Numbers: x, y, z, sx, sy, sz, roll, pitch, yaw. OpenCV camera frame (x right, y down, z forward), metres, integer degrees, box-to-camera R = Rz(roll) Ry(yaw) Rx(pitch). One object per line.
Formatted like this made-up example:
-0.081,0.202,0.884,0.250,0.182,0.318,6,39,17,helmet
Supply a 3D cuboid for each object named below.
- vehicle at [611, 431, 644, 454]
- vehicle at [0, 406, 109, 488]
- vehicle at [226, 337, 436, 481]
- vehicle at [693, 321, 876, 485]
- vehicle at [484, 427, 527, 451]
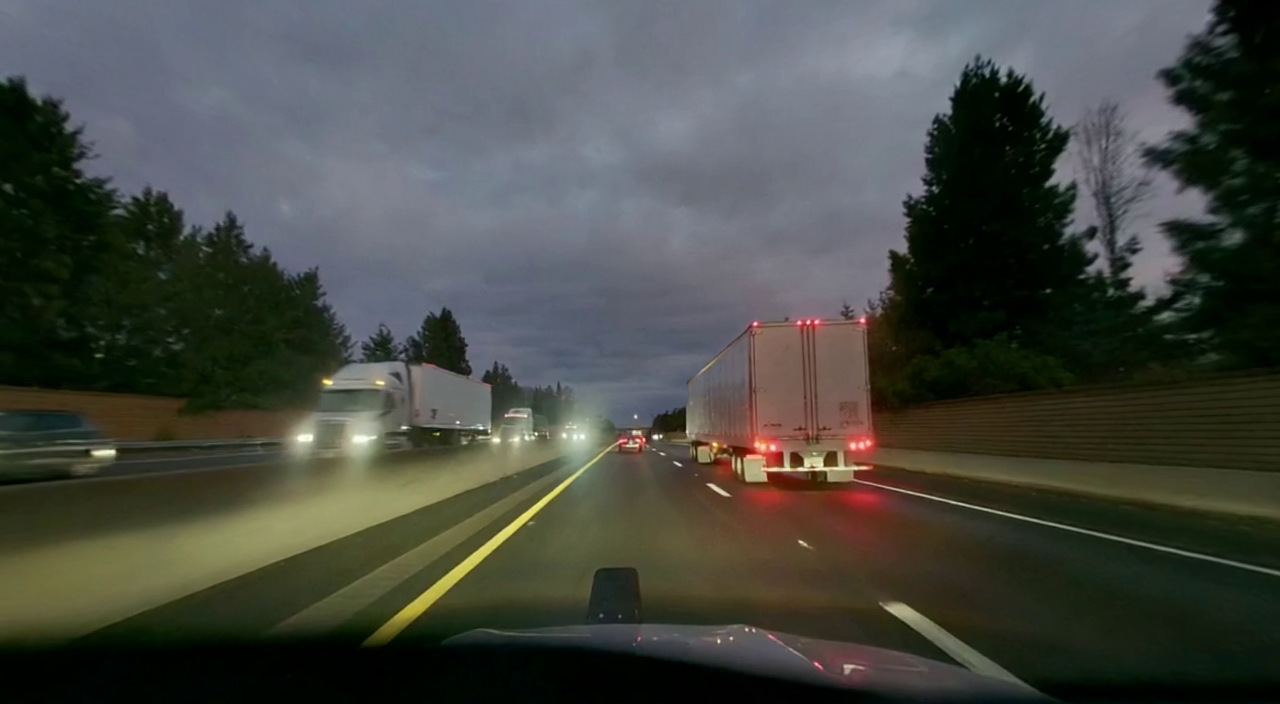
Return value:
-0.835,6.058,42.269,2.119,1.480,4.000,0,-8,0,vehicle
-12.652,1.823,12.110,1.832,1.485,3.518,0,-8,-1,vehicle
-8.624,1.820,18.927,2.624,3.453,7.411,0,-7,-1,vehicle
4.120,2.144,22.458,2.953,4.045,13.843,0,-8,-1,vehicle
-8.722,5.669,41.209,1.885,1.483,4.516,0,-8,-2,vehicle
